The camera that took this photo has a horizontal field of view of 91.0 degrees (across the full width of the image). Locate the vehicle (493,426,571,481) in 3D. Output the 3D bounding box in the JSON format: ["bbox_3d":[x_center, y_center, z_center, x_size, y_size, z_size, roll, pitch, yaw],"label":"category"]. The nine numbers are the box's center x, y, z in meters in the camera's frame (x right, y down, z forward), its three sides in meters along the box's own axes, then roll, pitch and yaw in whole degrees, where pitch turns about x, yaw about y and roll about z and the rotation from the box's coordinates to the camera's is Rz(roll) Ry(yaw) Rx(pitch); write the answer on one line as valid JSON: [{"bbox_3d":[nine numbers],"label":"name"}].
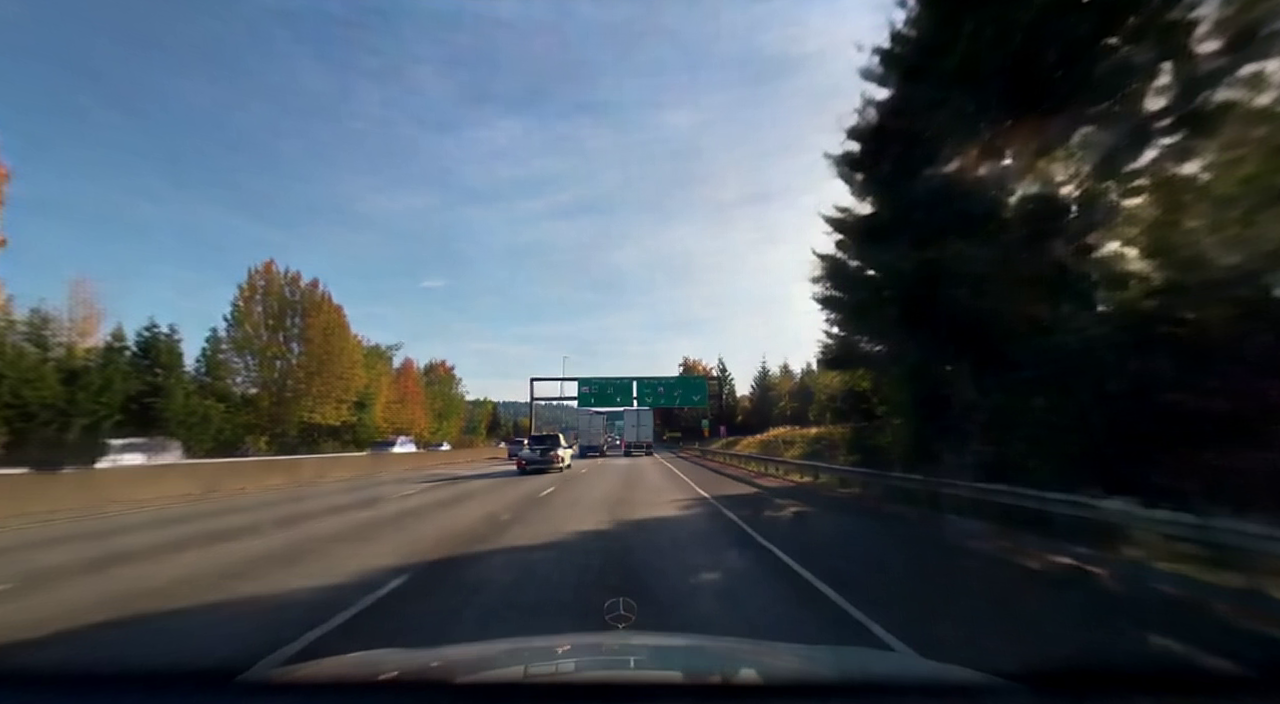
[{"bbox_3d":[-3.944,3.789,23.878,2.127,1.839,4.984,0,-8,-1],"label":"vehicle"}]
